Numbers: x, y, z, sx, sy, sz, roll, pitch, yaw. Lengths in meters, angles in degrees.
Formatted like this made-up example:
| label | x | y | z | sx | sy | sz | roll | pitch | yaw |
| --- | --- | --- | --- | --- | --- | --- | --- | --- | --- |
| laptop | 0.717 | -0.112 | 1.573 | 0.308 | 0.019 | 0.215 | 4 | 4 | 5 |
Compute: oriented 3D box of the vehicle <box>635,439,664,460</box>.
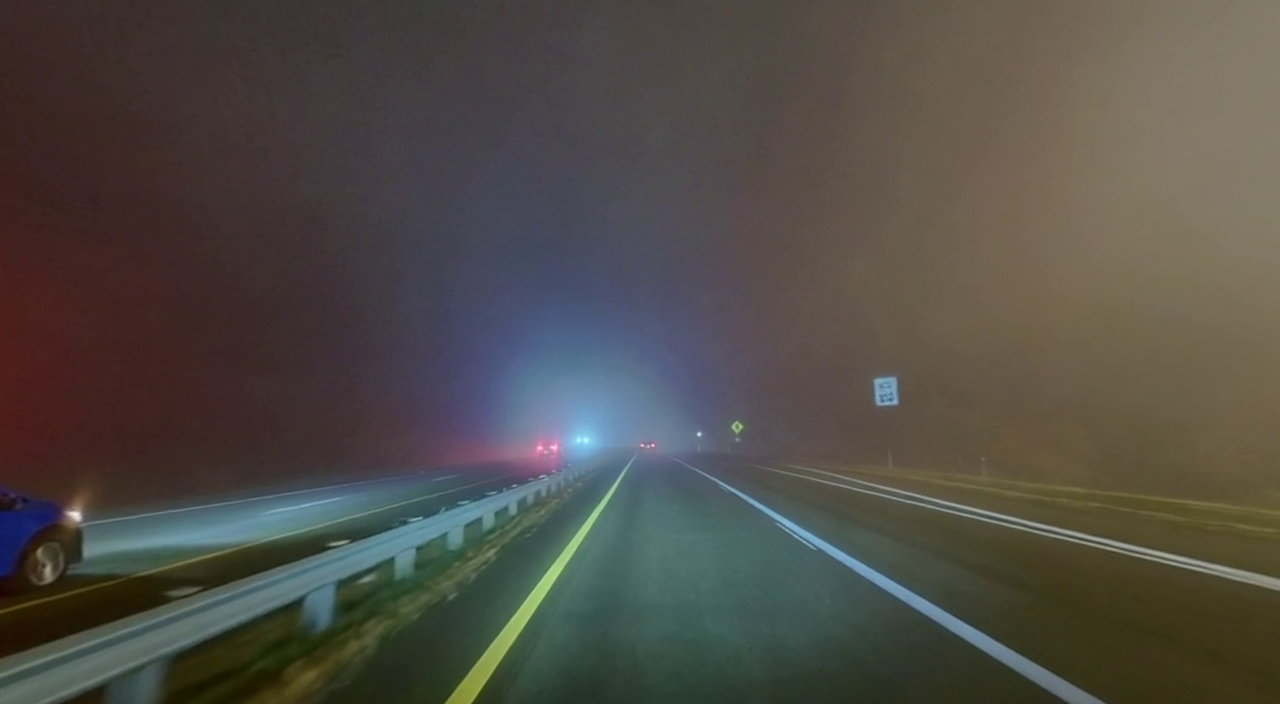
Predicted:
| label | x | y | z | sx | sy | sz | roll | pitch | yaw |
| --- | --- | --- | --- | --- | --- | --- | --- | --- | --- |
| vehicle | 0.688 | 7.265 | 46.952 | 2.061 | 1.469 | 3.782 | 0 | -8 | 1 |

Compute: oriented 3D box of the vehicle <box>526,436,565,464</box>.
| label | x | y | z | sx | sy | sz | roll | pitch | yaw |
| --- | --- | --- | --- | --- | --- | --- | --- | --- | --- |
| vehicle | -6.932 | 7.253 | 46.720 | 2.068 | 1.897 | 4.372 | 0 | -8 | 2 |
